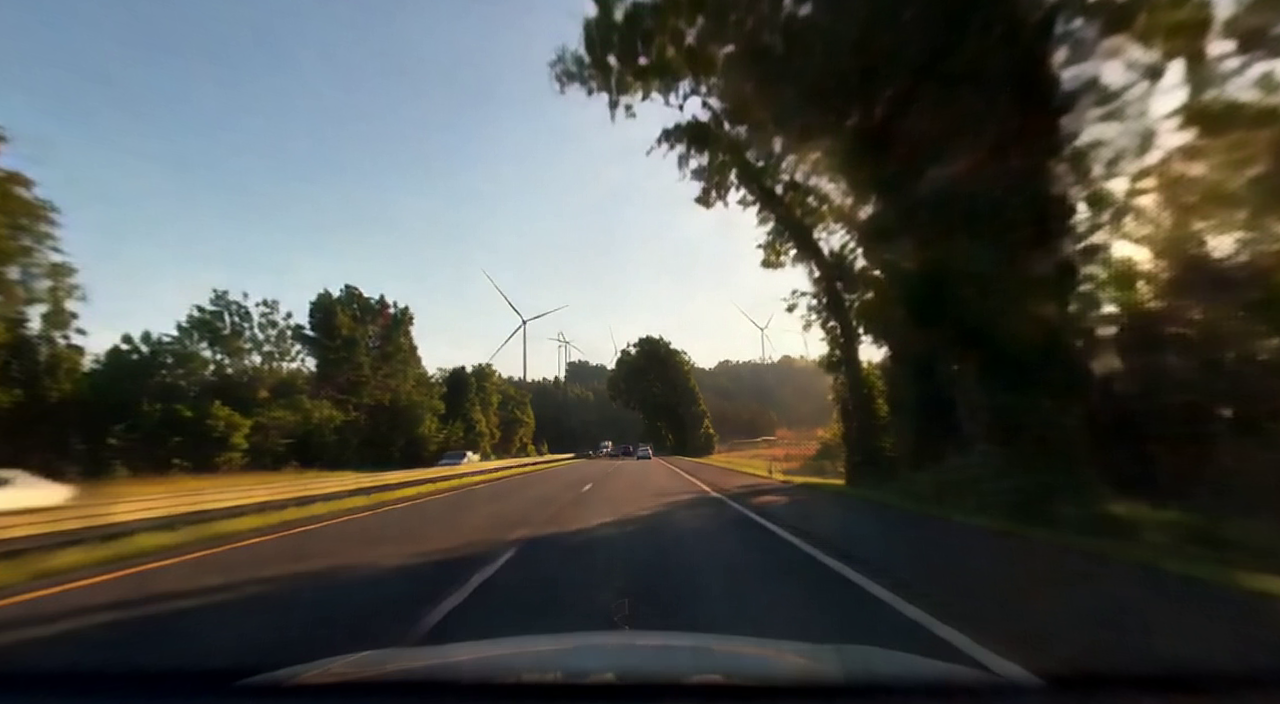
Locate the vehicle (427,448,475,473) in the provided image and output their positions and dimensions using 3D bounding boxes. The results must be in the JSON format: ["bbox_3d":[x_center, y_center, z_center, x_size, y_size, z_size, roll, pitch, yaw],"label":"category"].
[{"bbox_3d":[-12.667,7.294,42.505,1.920,1.545,4.234,0,-9,1],"label":"vehicle"}]
